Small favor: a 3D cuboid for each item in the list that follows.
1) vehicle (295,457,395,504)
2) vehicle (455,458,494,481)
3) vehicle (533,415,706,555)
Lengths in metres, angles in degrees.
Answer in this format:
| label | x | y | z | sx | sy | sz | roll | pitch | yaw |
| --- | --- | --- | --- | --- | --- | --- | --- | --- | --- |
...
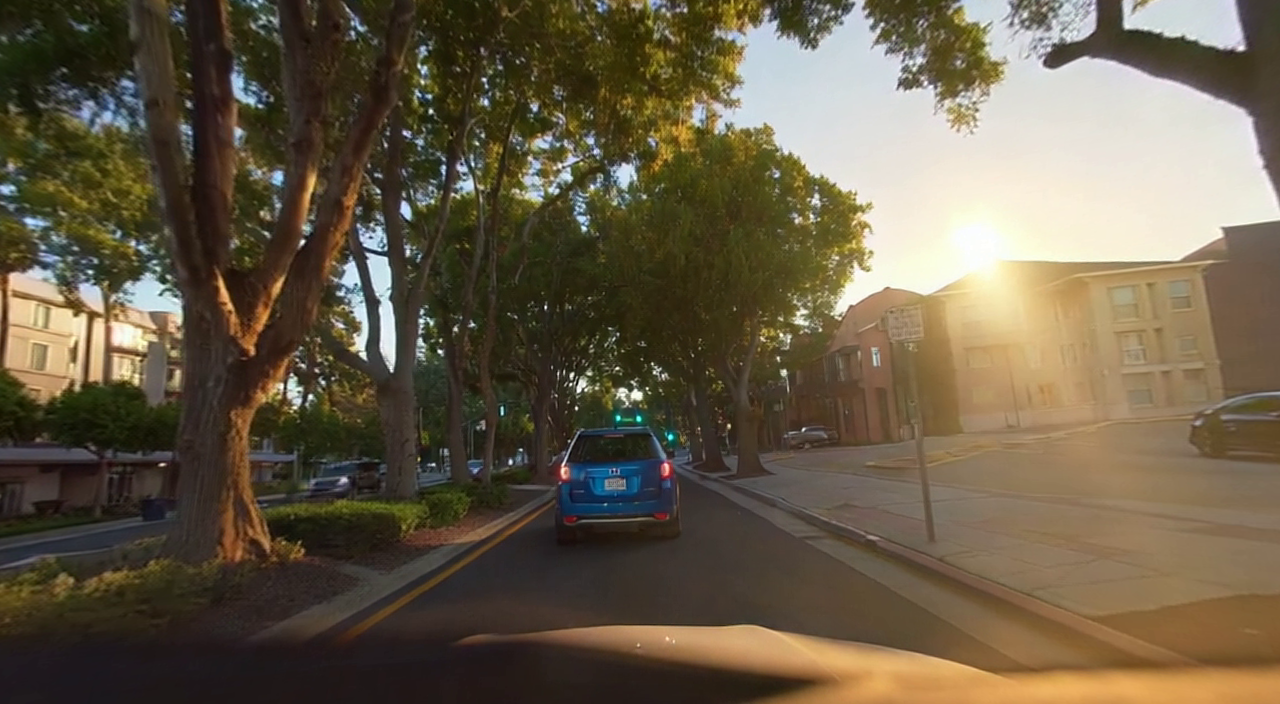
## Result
| label | x | y | z | sx | sy | sz | roll | pitch | yaw |
| --- | --- | --- | --- | --- | --- | --- | --- | --- | --- |
| vehicle | -12.255 | 5.347 | 26.633 | 1.971 | 1.718 | 4.539 | 0 | -9 | 1 |
| vehicle | -12.182 | 8.653 | 46.705 | 1.714 | 1.578 | 4.218 | 0 | -9 | 0 |
| vehicle | -0.253 | 1.947 | 9.831 | 2.136 | 1.703 | 3.910 | 0 | -9 | 0 |
